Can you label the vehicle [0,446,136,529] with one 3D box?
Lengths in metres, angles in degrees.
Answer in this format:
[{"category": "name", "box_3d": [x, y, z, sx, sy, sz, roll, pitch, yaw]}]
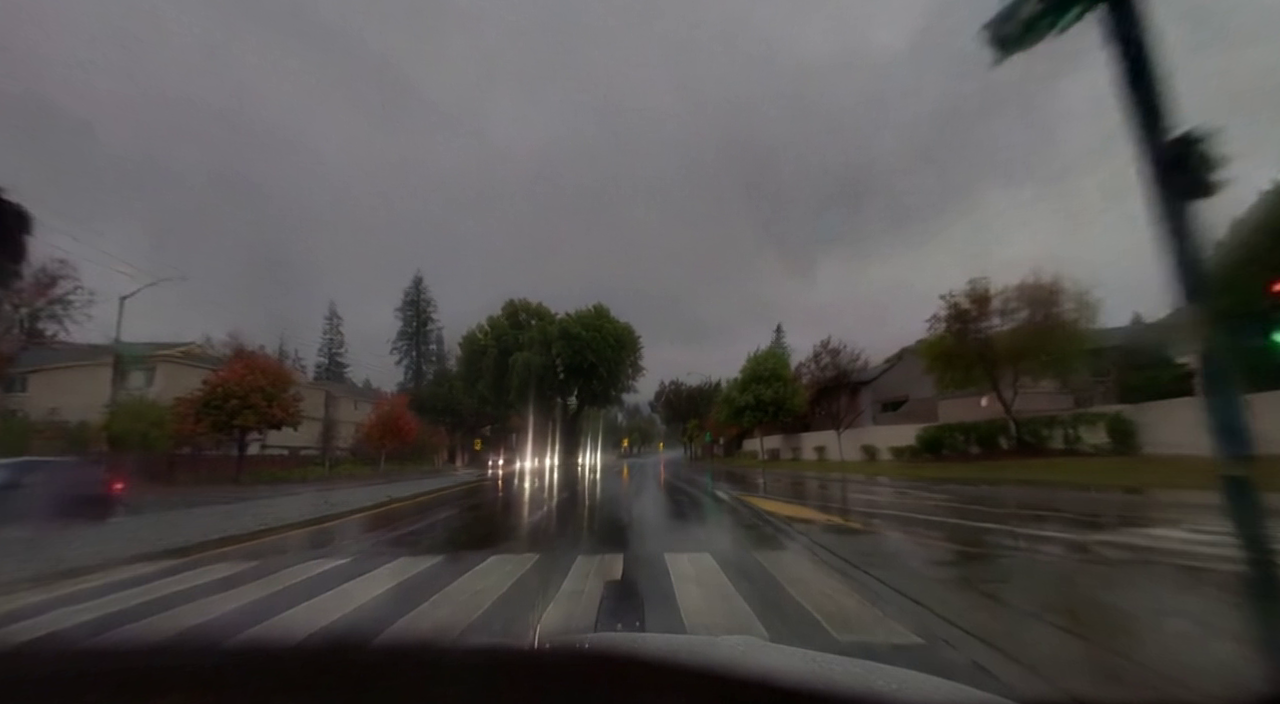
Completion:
[{"category": "vehicle", "box_3d": [-14.905, 3.083, 14.648, 2.106, 1.782, 4.974, -1, -8, 4]}]
